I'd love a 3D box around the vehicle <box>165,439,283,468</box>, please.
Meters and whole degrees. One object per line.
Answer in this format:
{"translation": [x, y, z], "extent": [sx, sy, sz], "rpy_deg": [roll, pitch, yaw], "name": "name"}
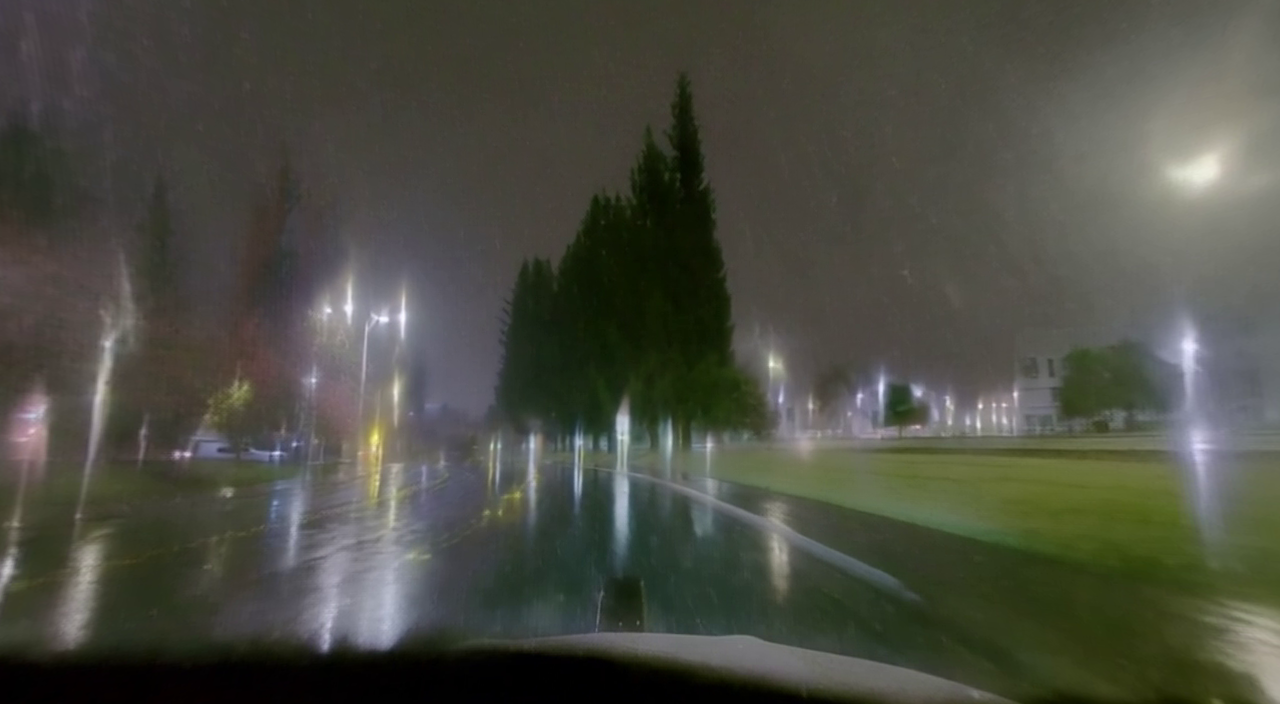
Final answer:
{"translation": [-26.186, 6.421, 39.983], "extent": [5.613, 1.775, 2.357], "rpy_deg": [2, -9, -11], "name": "vehicle"}
